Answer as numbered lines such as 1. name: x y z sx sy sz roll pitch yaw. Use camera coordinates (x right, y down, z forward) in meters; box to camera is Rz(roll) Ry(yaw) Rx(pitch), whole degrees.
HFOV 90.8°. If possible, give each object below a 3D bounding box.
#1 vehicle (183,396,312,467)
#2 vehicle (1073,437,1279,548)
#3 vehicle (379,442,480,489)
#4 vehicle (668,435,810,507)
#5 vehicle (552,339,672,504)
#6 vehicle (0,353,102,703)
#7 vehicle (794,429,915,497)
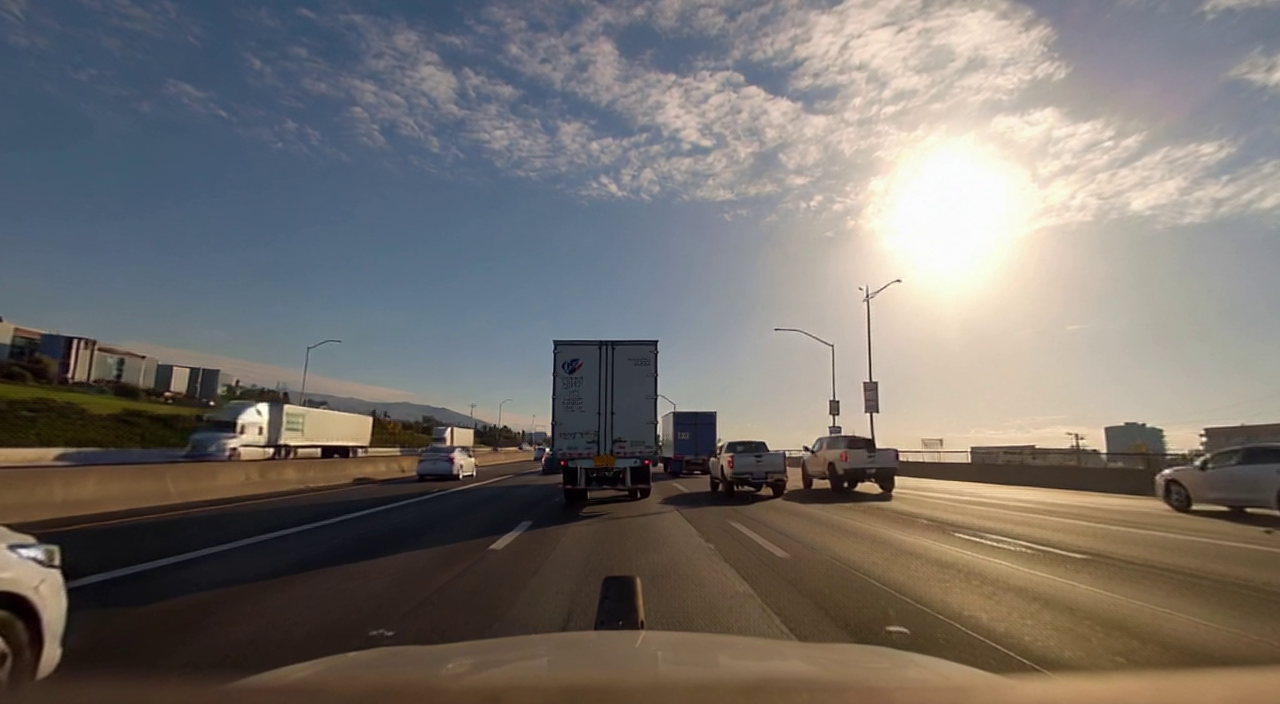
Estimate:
1. vehicle: -25.728 5.376 42.108 3.146 4.246 8.205 0 -9 0
2. vehicle: 9.565 2.085 9.802 2.002 1.472 4.950 0 -9 -3
3. vehicle: -7.231 3.936 22.290 1.973 1.471 4.779 0 -9 0
4. vehicle: 3.021 4.360 24.586 2.869 1.940 14.755 0 -9 -1
5. vehicle: -0.735 2.482 20.946 2.906 4.040 10.743 0 -9 -1
6. vehicle: -3.338 0.579 0.641 1.946 1.641 4.105 0 -9 -1
7. vehicle: 6.682 3.515 20.324 2.070 1.888 4.546 0 -9 -2
